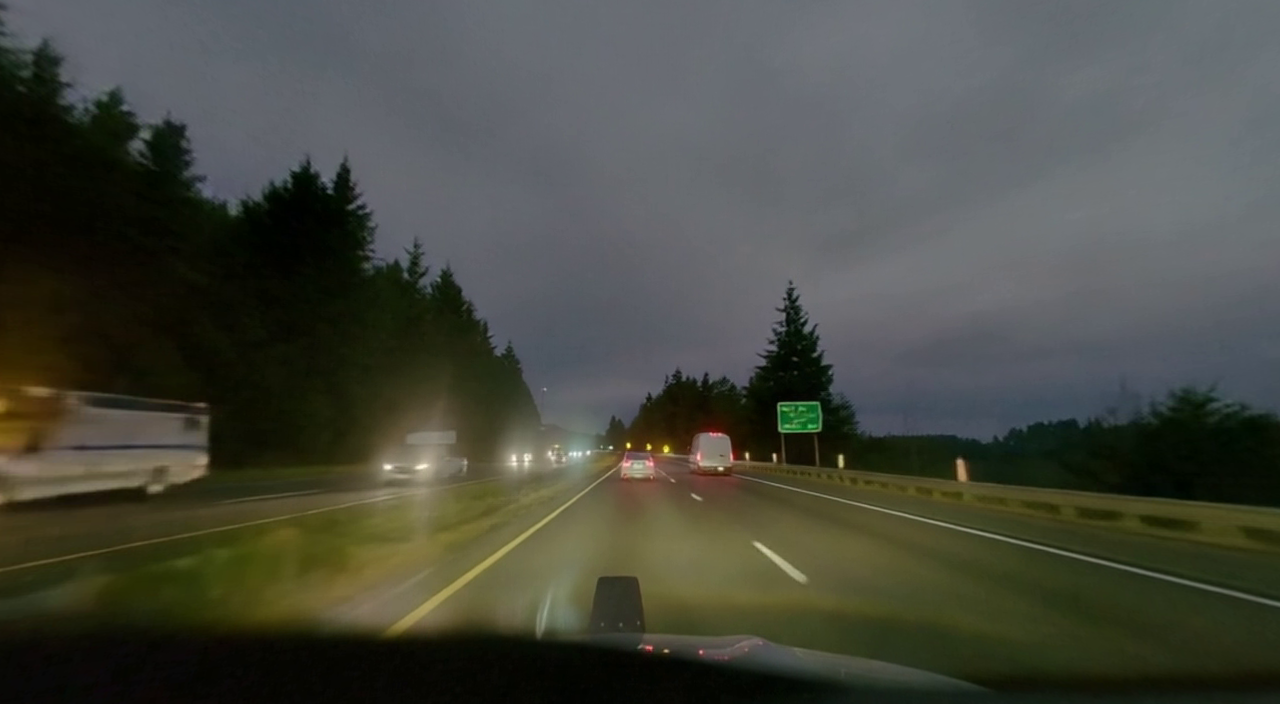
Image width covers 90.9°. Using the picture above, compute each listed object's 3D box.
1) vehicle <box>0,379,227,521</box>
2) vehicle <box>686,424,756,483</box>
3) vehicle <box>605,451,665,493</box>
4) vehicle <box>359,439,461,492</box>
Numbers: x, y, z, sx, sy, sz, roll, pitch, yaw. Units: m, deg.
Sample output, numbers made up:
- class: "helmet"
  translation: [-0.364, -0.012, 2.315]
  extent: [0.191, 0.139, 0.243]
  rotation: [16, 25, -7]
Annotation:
- class: "vehicle"
  translation: [-12.244, 2.178, 14.114]
  extent: [2.493, 2.597, 4.839]
  rotation: [-1, -9, 2]
- class: "vehicle"
  translation: [3.852, 5.033, 31.396]
  extent: [2.513, 2.633, 5.930]
  rotation: [0, -9, -2]
- class: "vehicle"
  translation: [-0.192, 4.406, 23.538]
  extent: [2.037, 1.417, 3.885]
  rotation: [0, -9, -1]
- class: "vehicle"
  translation: [-7.797, 3.881, 21.797]
  extent: [1.914, 1.609, 4.184]
  rotation: [0, -9, 0]
